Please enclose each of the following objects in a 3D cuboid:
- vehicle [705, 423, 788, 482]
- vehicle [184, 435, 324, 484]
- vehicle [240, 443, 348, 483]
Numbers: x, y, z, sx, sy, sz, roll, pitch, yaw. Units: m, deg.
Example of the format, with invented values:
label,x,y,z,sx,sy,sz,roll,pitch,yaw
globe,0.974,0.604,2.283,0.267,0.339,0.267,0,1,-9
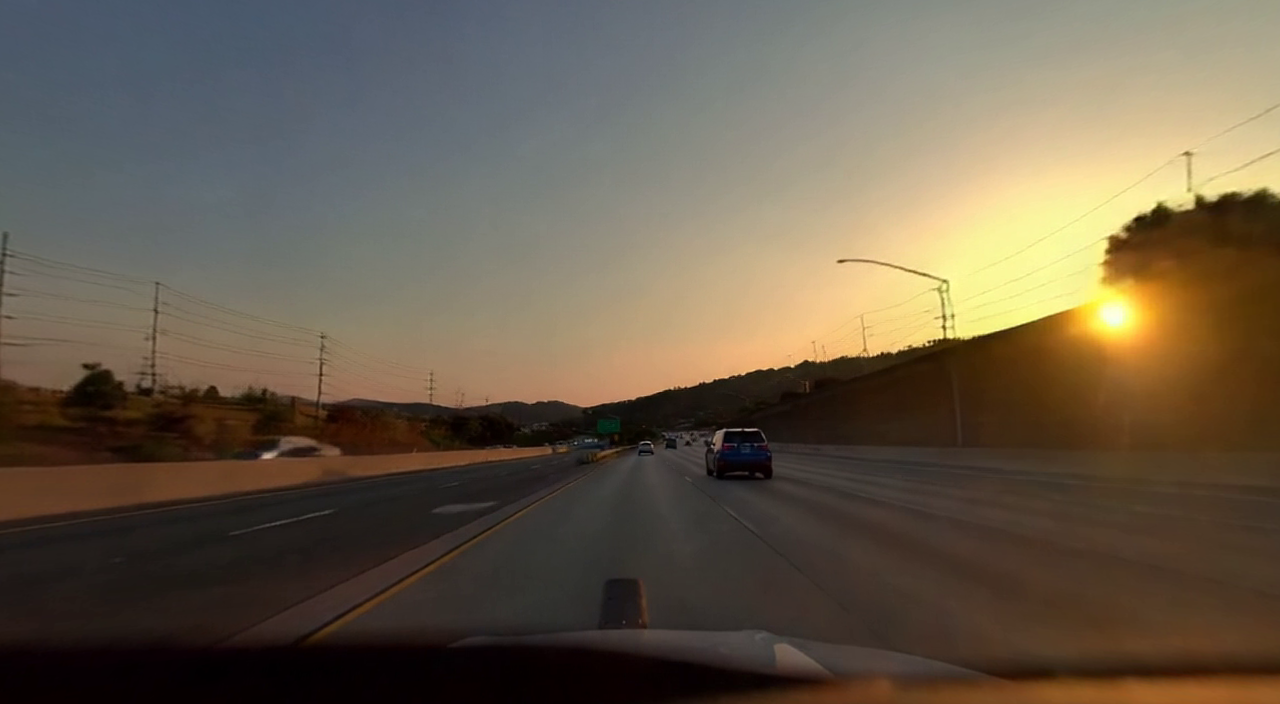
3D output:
label,x,y,z,sx,sy,sz,roll,pitch,yaw
vehicle,3.625,3.517,22.264,2.120,1.832,4.287,0,-8,-1
vehicle,-20.673,5.790,34.480,2.679,2.309,7.731,-1,-8,1
vehicle,-16.942,5.416,31.308,2.324,1.768,5.382,-1,-8,0
